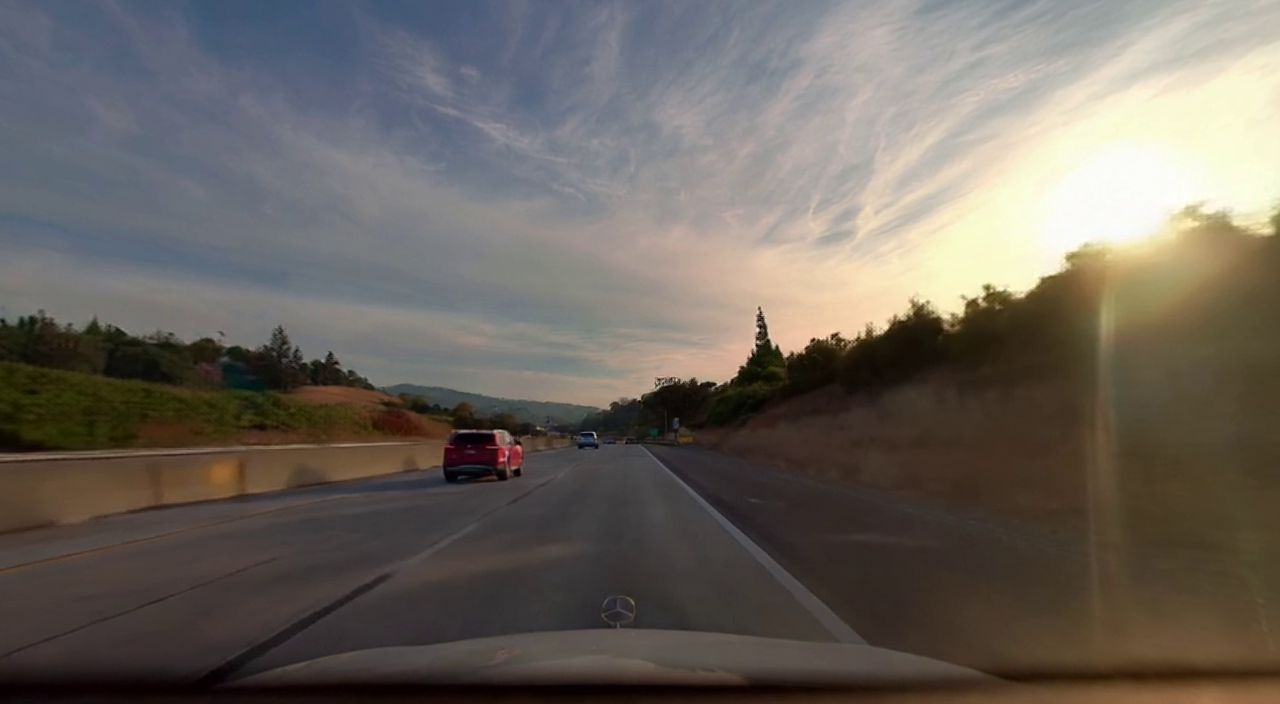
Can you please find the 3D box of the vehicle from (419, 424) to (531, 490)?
[{"bbox_3d":[-4.581,2.973,18.241,2.070,1.647,4.577,0,-8,-1],"label":"vehicle"}]
